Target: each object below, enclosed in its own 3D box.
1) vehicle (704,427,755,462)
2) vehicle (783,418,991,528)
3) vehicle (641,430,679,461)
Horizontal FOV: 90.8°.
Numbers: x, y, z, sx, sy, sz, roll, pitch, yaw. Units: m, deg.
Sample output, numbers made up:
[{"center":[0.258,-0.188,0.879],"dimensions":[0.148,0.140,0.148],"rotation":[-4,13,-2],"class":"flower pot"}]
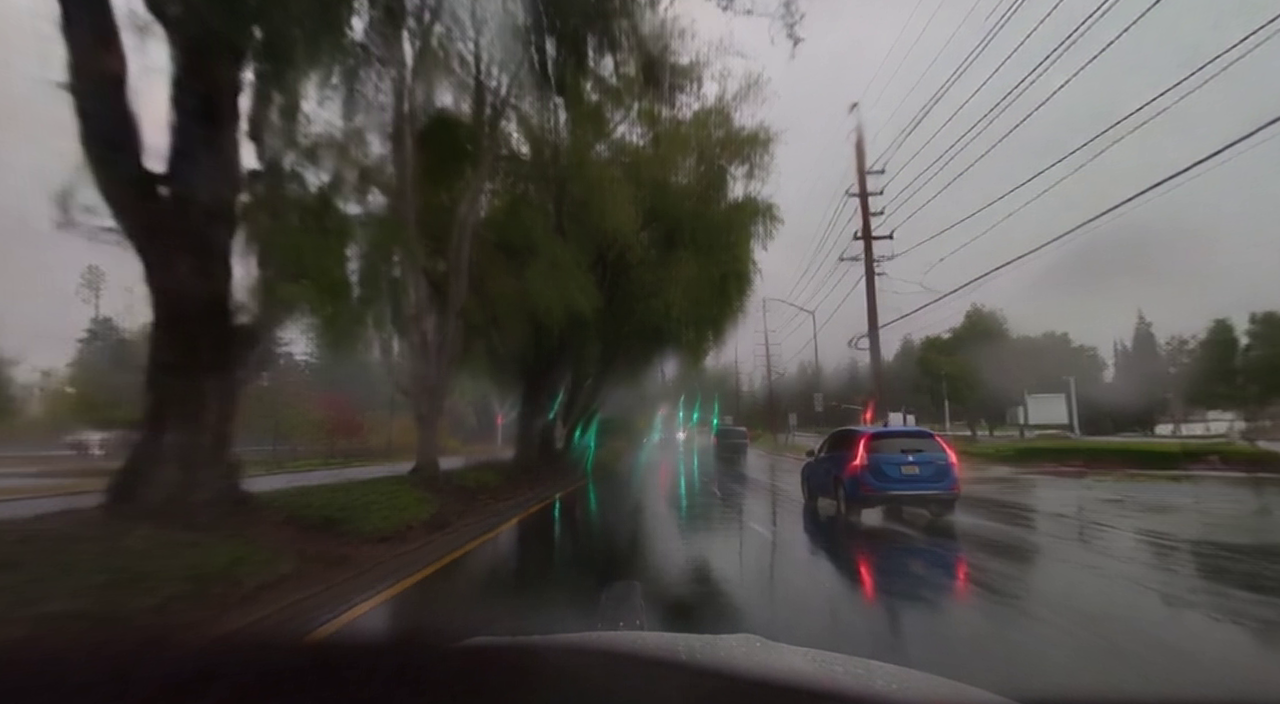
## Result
[{"center":[5.082,5.325,36.532],"dimensions":[2.254,1.840,4.918],"rotation":[-1,-8,1],"class":"vehicle"},{"center":[3.939,1.999,11.022],"dimensions":[1.881,1.512,4.294],"rotation":[-1,-8,0],"class":"vehicle"},{"center":[1.227,5.624,38.104],"dimensions":[2.163,1.746,4.073],"rotation":[-1,-8,3],"class":"vehicle"}]
